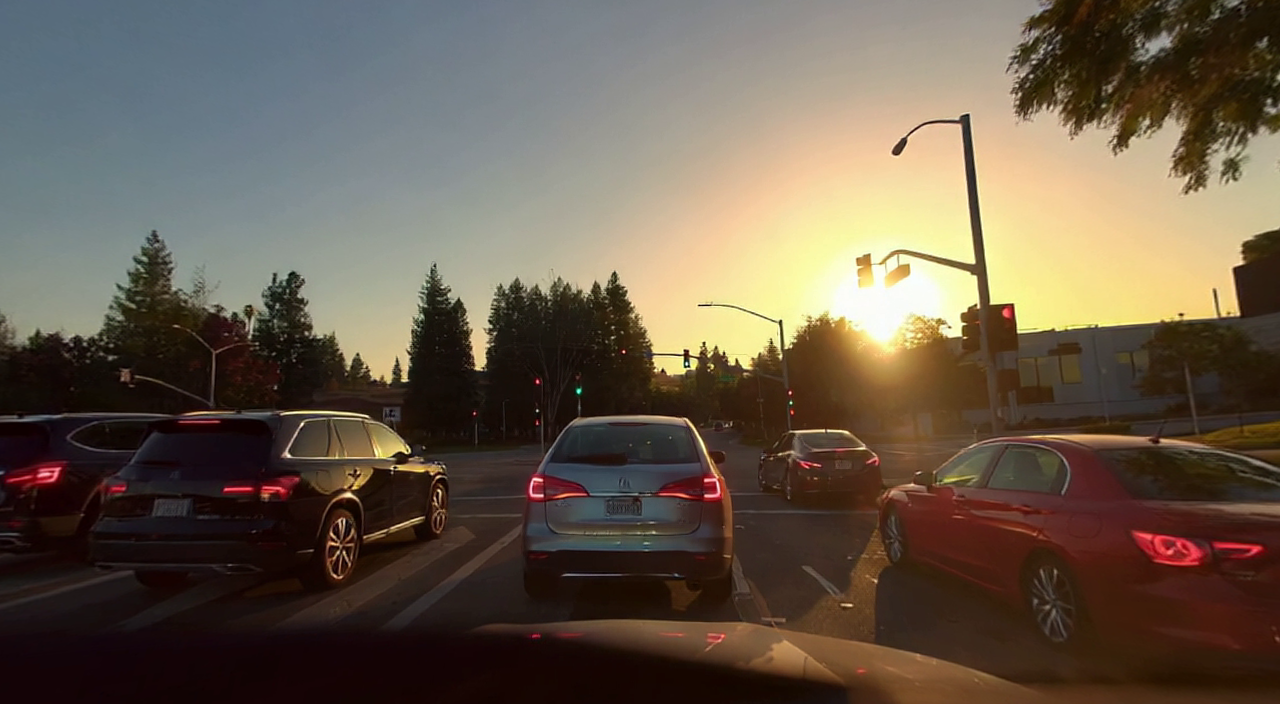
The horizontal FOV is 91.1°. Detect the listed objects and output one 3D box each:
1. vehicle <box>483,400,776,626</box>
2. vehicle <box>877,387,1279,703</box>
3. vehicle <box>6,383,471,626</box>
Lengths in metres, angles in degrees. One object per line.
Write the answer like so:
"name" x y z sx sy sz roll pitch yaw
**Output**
"vehicle" -0.052 1.399 6.307 2.047 1.579 3.642 0 -8 1
"vehicle" 3.593 1.203 4.606 2.010 1.486 4.498 0 -8 1
"vehicle" -3.556 1.429 6.855 2.014 1.755 4.360 0 -8 3
